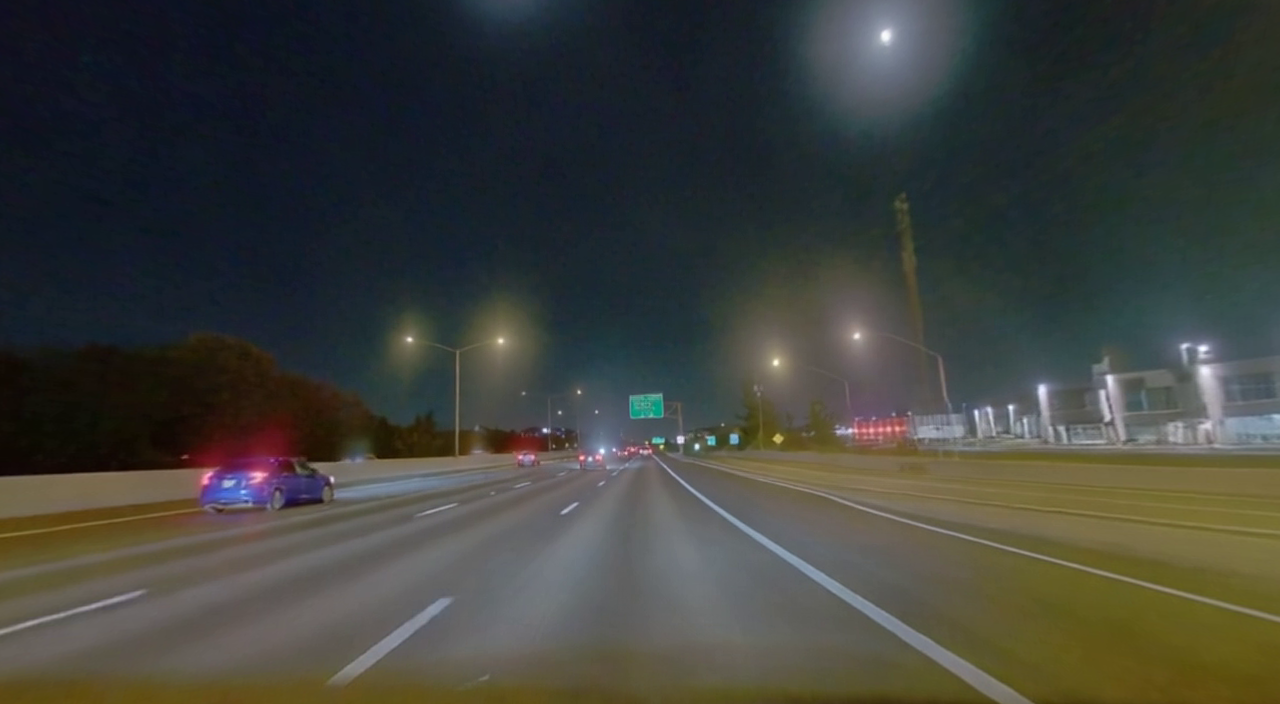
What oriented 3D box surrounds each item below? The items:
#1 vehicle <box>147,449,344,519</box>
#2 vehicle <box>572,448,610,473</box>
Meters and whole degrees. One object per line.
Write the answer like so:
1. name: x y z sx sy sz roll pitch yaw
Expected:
1. vehicle: -10.008 3.338 16.615 2.002 1.526 4.822 -1 -9 1
2. vehicle: -3.158 7.062 41.258 2.050 1.479 4.342 0 -9 1
